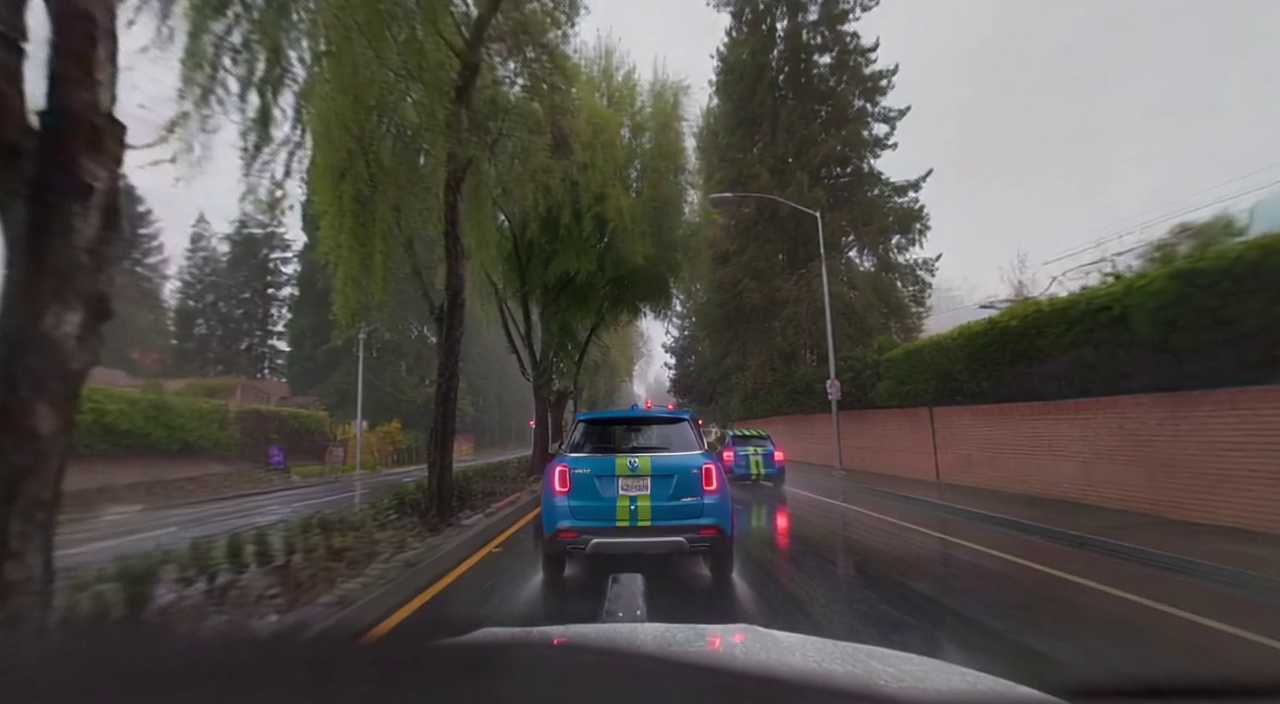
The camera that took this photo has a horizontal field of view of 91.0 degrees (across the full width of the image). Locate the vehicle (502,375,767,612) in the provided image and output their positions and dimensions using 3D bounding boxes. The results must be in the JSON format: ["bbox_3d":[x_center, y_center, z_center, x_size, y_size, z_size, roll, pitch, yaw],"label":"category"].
[{"bbox_3d":[-0.075,1.293,6.405,1.984,1.777,3.148,0,-8,-1],"label":"vehicle"}]
